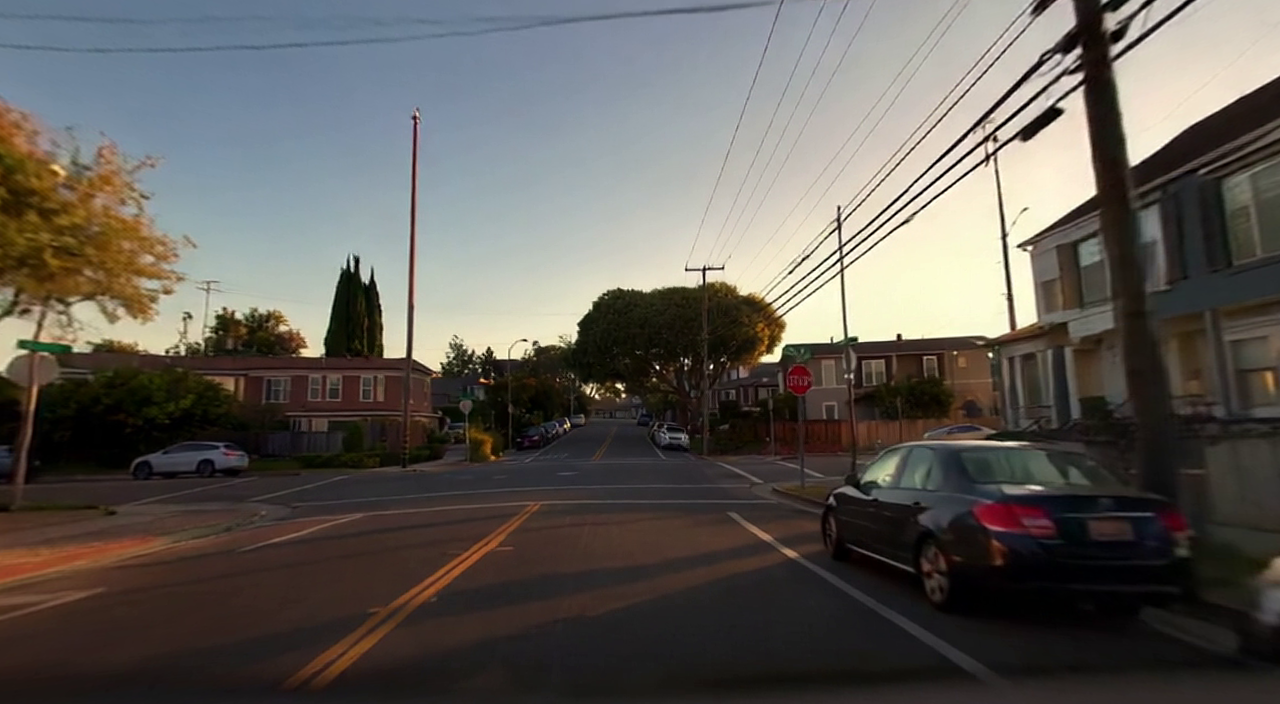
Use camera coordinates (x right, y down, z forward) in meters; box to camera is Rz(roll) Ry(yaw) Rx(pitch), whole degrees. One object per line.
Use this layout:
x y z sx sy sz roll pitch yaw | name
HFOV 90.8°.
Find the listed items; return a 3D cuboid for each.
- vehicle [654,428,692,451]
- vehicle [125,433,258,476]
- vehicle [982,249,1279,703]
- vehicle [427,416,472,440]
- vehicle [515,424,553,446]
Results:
2.169 5.980 43.051 2.120 1.487 4.360 0 -8 -3 | vehicle
-19.467 4.449 27.612 4.181 1.742 1.945 1 -8 -10 | vehicle
3.198 0.477 0.644 2.375 1.945 5.670 0 -8 -2 | vehicle
-13.899 5.651 46.435 1.992 1.678 4.658 0 -8 -2 | vehicle
-7.865 6.267 47.300 2.065 1.553 4.636 0 -8 0 | vehicle
